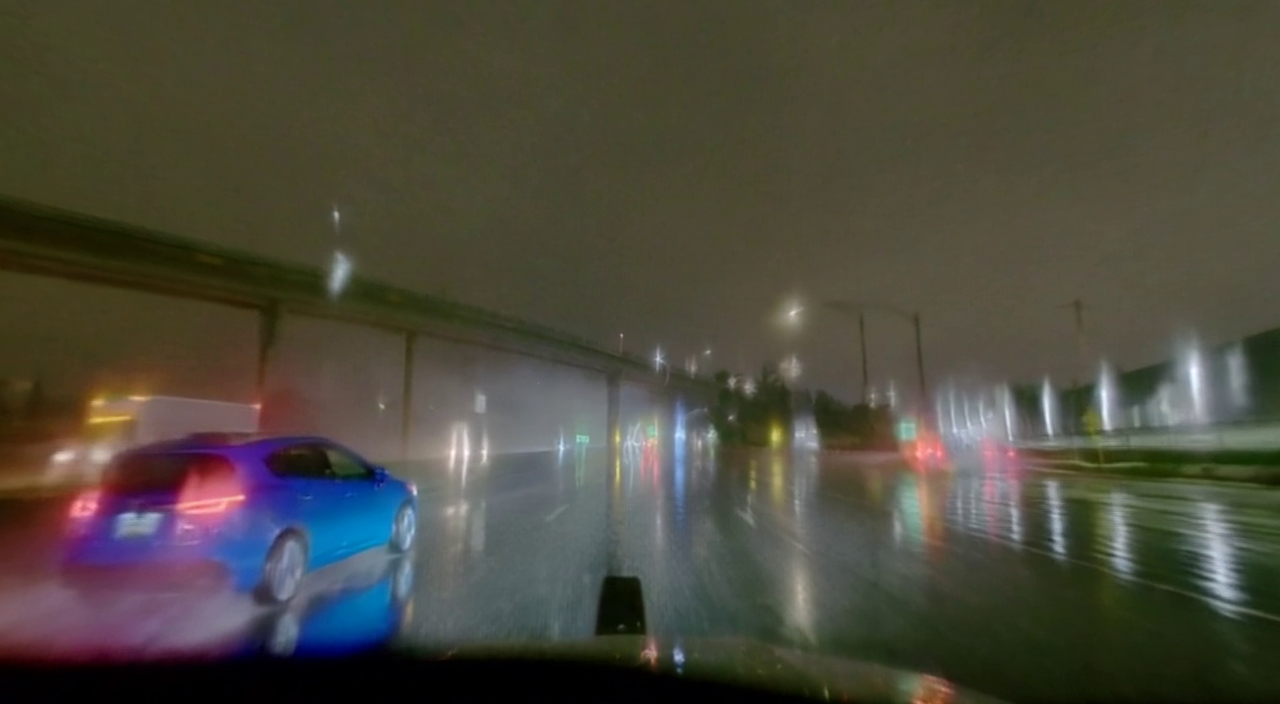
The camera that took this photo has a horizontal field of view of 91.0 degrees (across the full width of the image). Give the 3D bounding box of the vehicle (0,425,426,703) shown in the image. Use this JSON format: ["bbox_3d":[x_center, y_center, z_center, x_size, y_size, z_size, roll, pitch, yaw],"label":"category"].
[{"bbox_3d":[-3.645,1.443,5.430,2.044,1.478,4.114,0,-8,2],"label":"vehicle"}]
